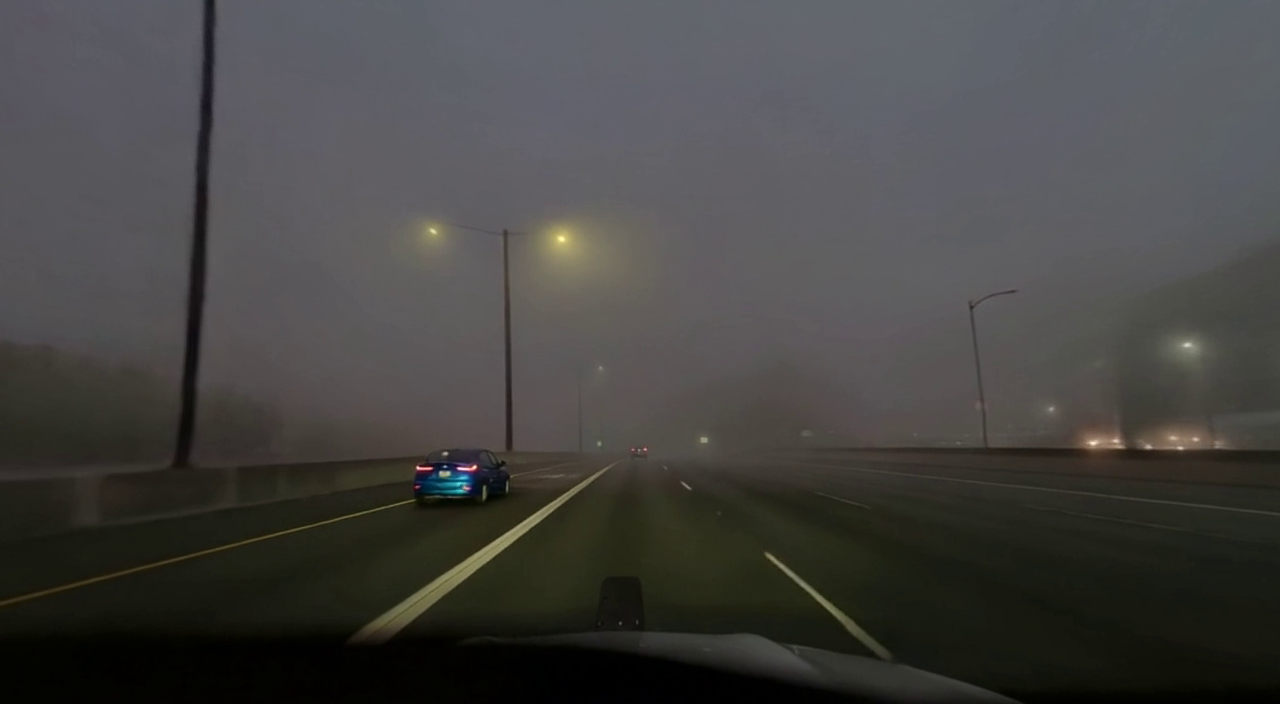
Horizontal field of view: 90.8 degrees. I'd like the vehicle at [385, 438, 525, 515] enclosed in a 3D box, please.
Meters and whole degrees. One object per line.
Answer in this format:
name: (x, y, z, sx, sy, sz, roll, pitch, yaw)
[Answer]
vehicle: (-4.077, 2.809, 14.777, 1.900, 1.492, 4.495, 0, -9, 0)
